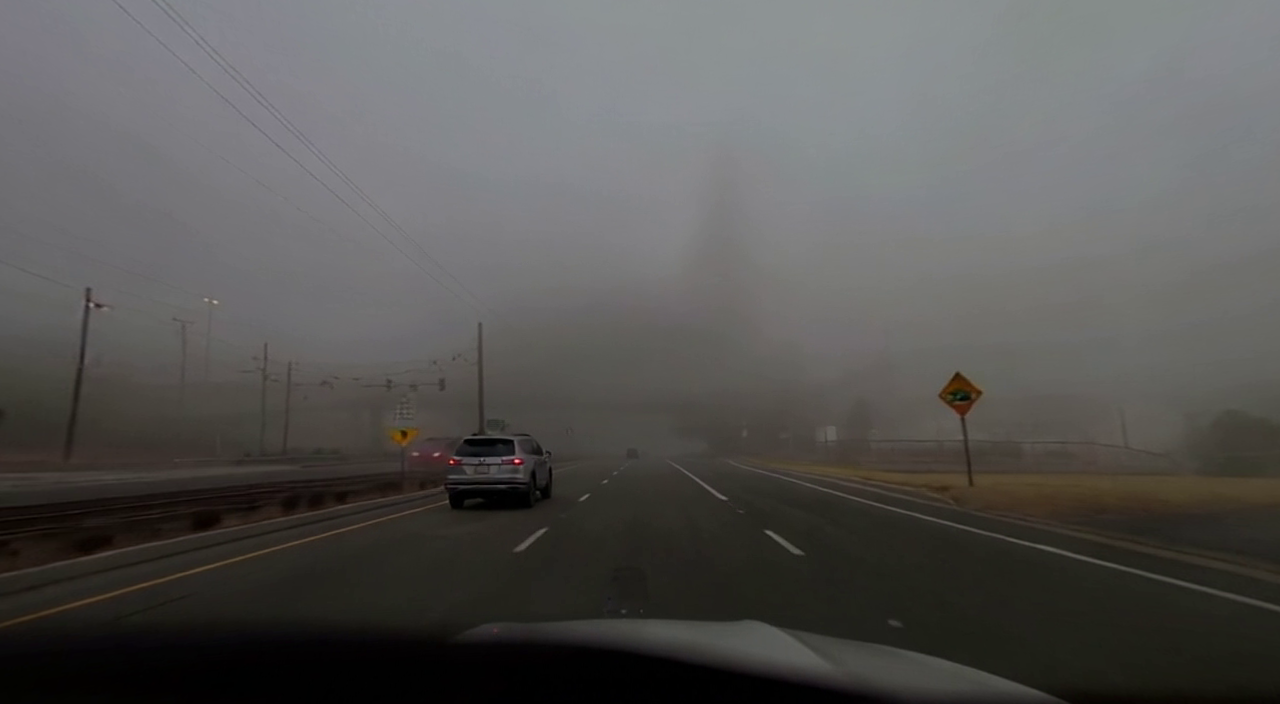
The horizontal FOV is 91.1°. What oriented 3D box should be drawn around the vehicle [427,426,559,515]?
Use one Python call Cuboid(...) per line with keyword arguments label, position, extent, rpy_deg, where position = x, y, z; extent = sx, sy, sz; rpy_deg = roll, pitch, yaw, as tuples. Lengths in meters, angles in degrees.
Cuboid(label="vehicle", position=(-3.131, 2.618, 14.362), extent=(1.882, 1.704, 4.335), rpy_deg=(0, -9, 1))
